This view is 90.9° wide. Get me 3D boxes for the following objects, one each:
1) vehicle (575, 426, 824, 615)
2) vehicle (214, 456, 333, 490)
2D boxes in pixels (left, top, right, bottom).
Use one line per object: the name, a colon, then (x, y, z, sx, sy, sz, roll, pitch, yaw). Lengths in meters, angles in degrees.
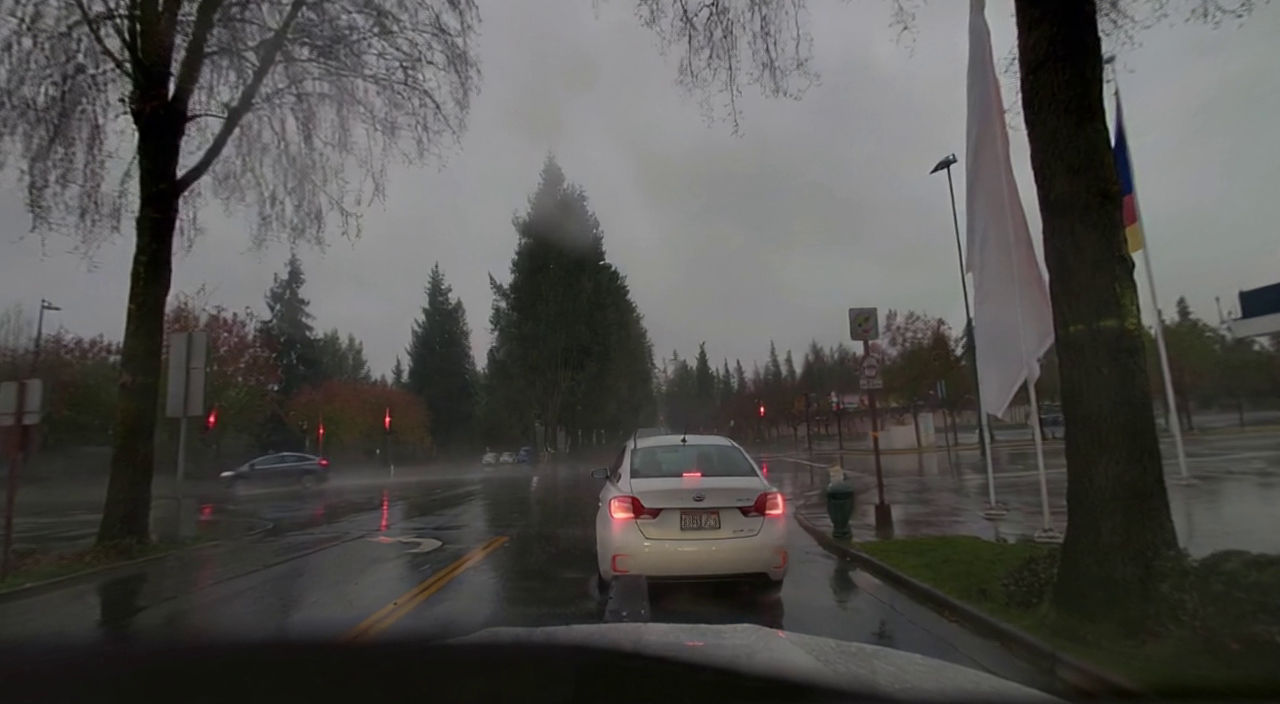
vehicle: (0.381, 1.622, 6.905, 1.985, 1.463, 3.647, 0, -9, -3)
vehicle: (-16.853, 5.571, 29.135, 4.278, 1.475, 1.804, 0, -10, -5)
